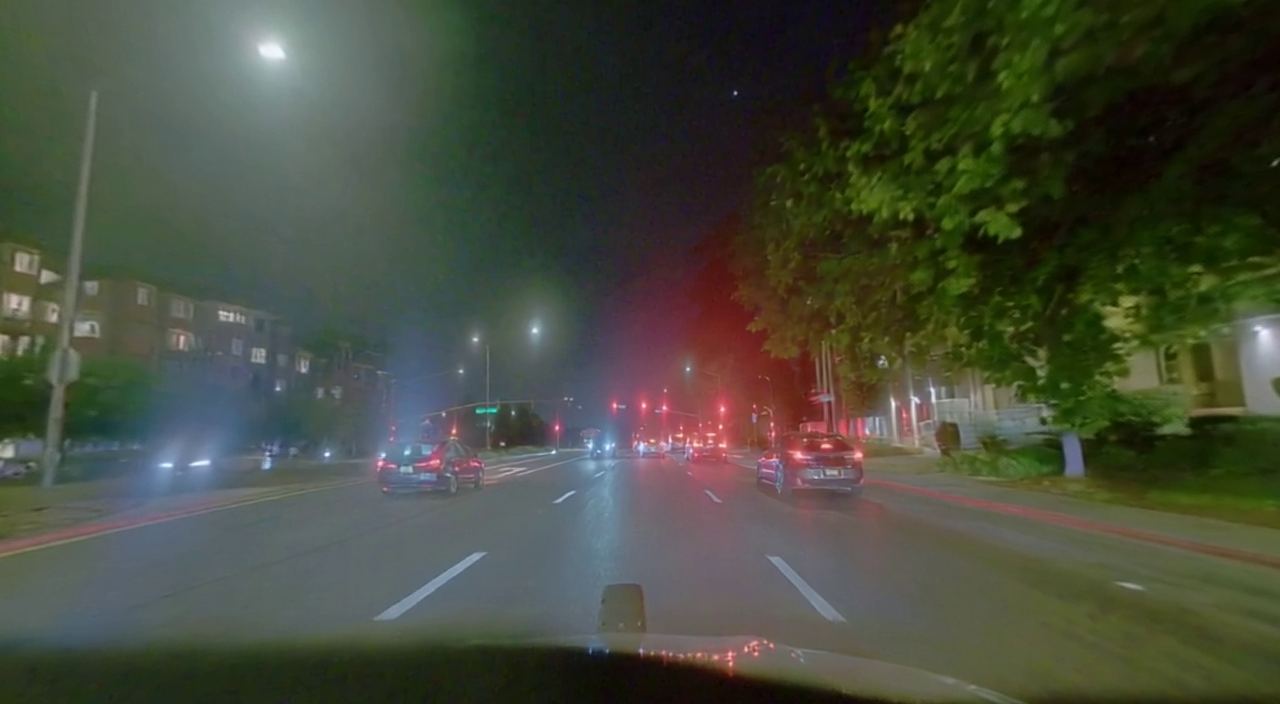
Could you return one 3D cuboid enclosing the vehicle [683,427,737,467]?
[{"bbox_3d":[3.484,4.854,32.175,2.141,1.833,4.704,0,-8,-1],"label":"vehicle"}]

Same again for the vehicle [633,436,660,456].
[{"bbox_3d":[0.483,7.208,48.013,2.021,1.461,3.862,0,-8,0],"label":"vehicle"}]

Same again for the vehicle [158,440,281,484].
[{"bbox_3d":[-17.714,4.616,26.775,2.085,1.700,4.498,0,-8,0],"label":"vehicle"}]

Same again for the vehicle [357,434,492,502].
[{"bbox_3d":[-5.250,2.875,16.057,1.926,1.465,4.620,1,-8,-2],"label":"vehicle"}]
